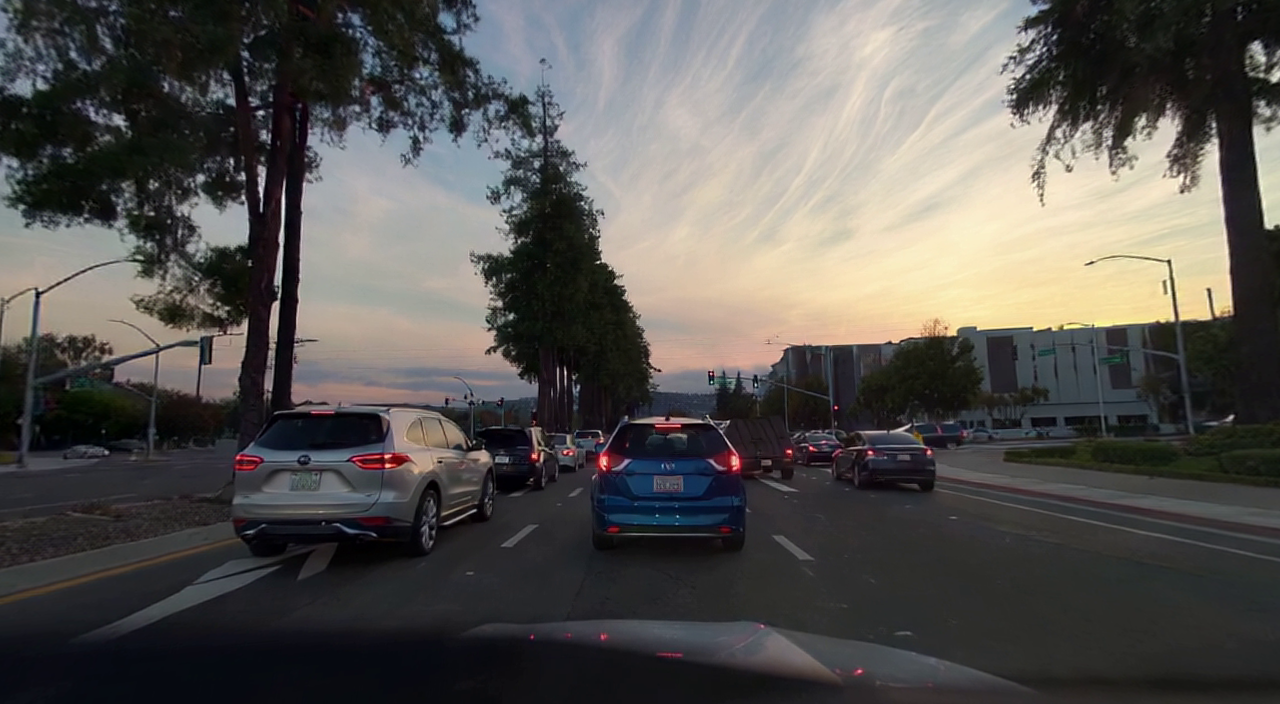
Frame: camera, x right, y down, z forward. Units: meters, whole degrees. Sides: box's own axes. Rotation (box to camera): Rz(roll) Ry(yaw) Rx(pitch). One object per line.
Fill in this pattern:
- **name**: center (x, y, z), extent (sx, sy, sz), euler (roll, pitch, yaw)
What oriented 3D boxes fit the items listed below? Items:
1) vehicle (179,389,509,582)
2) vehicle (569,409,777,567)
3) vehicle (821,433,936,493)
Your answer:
- **vehicle**: center (-3.257, 1.579, 8.191), extent (2.085, 1.812, 4.388), euler (0, -8, 1)
- **vehicle**: center (0.371, 1.746, 8.791), extent (2.189, 1.649, 4.171), euler (0, -8, 1)
- **vehicle**: center (6.998, 3.291, 19.011), extent (2.067, 1.599, 4.251), euler (-1, -8, 4)
